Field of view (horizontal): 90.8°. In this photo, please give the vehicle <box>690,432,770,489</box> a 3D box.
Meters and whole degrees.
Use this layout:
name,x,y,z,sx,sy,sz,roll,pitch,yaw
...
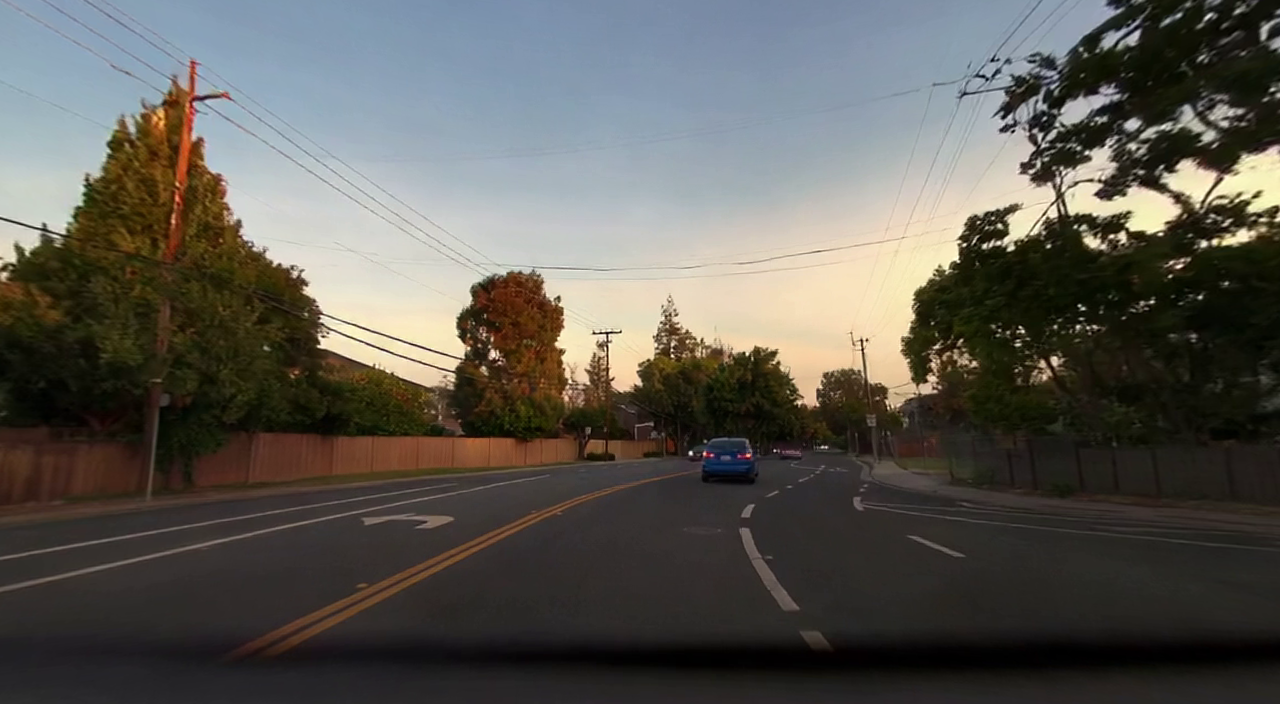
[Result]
name,x,y,z,sx,sy,sz,roll,pitch,yaw
vehicle,3.085,3.552,20.998,2.139,1.699,3.916,-2,-9,15
